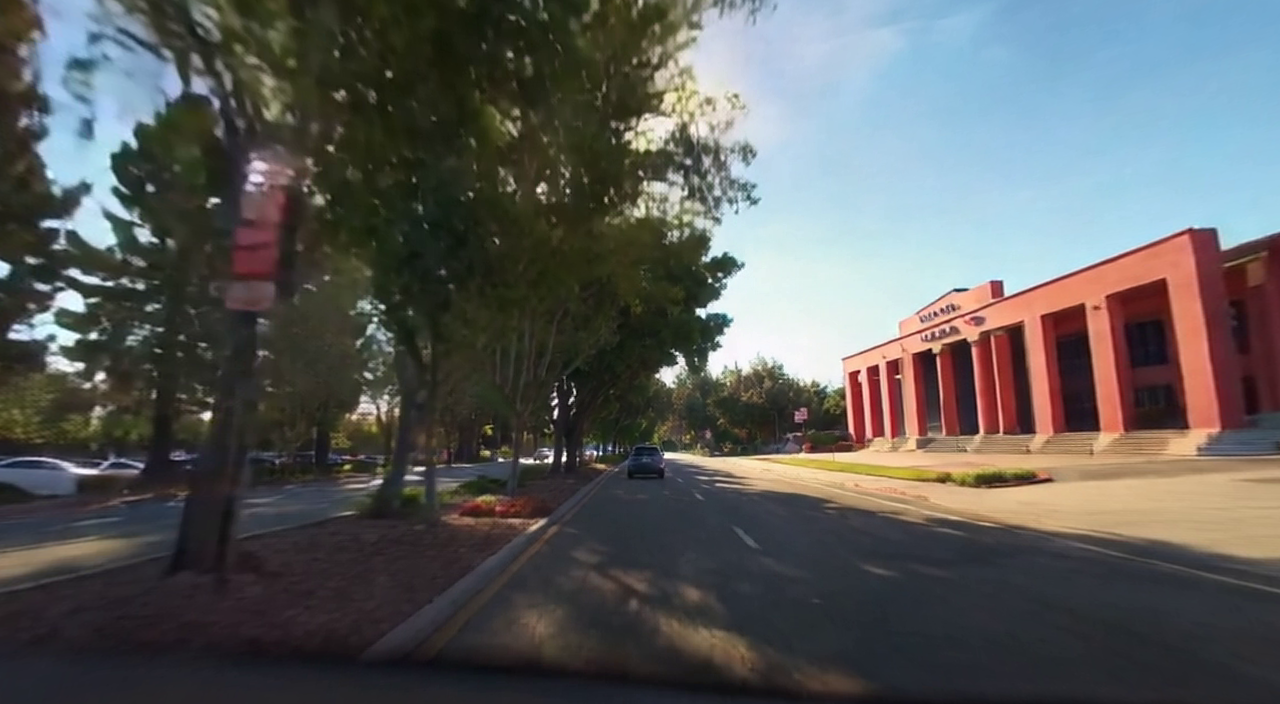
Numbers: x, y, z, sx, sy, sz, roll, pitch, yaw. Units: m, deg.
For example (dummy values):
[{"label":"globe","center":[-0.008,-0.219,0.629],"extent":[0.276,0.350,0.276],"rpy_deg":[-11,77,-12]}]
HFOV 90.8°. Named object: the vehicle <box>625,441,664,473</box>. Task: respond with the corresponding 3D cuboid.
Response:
[{"label":"vehicle","center":[0.261,6.038,36.457],"extent":[2.123,1.703,4.292],"rpy_deg":[-1,-9,1]}]
